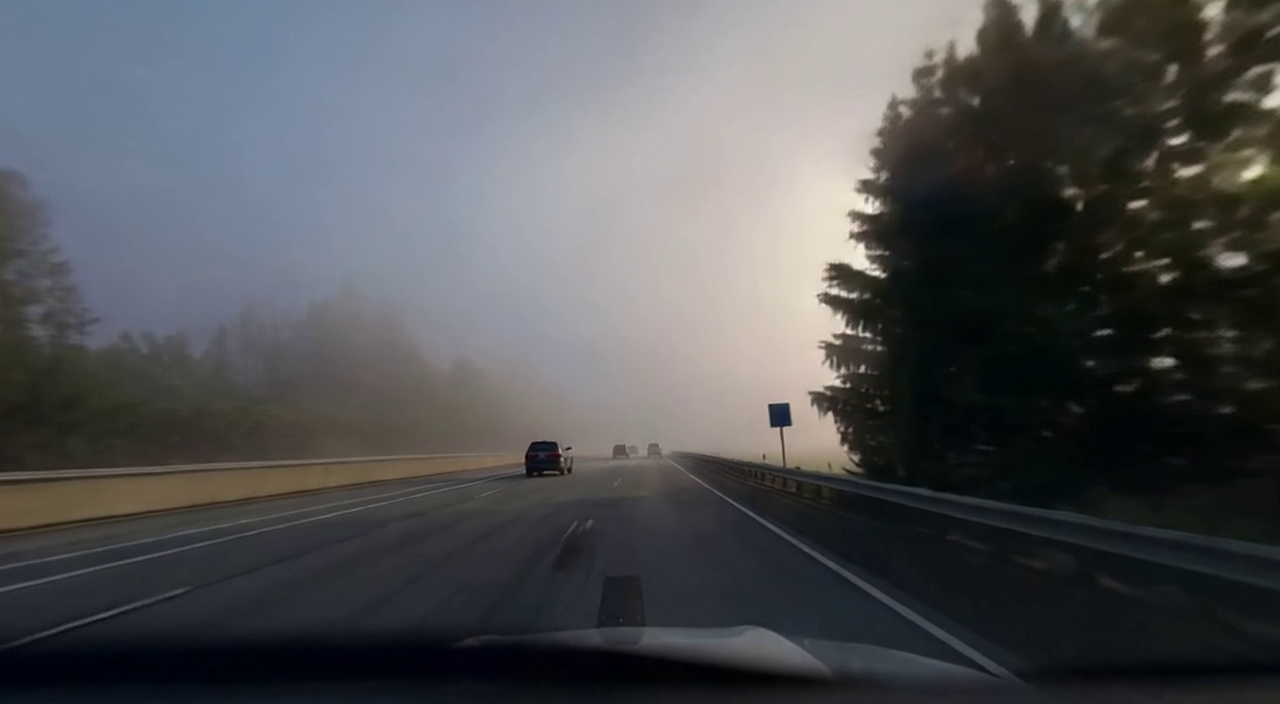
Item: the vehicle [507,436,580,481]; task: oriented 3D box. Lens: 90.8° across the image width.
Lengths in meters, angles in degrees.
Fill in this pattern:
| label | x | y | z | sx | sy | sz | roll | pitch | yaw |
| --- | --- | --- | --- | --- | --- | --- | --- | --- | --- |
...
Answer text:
| label | x | y | z | sx | sy | sz | roll | pitch | yaw |
| --- | --- | --- | --- | --- | --- | --- | --- | --- | --- |
| vehicle | -3.834 | 4.336 | 25.970 | 2.188 | 1.692 | 4.623 | 0 | -9 | 1 |
